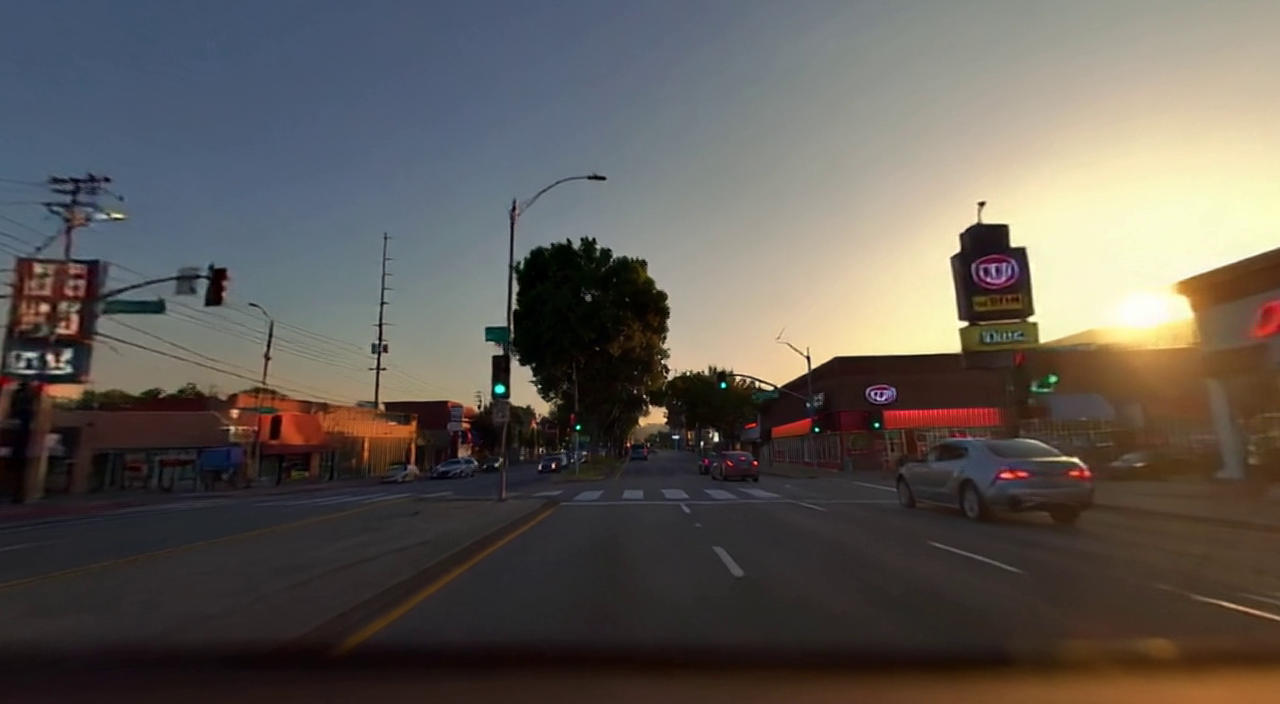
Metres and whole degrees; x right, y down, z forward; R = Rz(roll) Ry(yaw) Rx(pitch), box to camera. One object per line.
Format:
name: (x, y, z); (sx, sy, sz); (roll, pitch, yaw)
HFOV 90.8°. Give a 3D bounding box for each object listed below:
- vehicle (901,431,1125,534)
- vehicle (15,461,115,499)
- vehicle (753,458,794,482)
vehicle: (7.130, 2.491, 12.796); (1.974, 1.679, 4.611); (-1, -8, 4)
vehicle: (-26.305, 5.879, 28.971); (2.803, 1.565, 1.715); (-2, -13, -1)
vehicle: (9.538, 8.452, 45.566); (1.948, 1.483, 4.645); (0, -8, 0)
